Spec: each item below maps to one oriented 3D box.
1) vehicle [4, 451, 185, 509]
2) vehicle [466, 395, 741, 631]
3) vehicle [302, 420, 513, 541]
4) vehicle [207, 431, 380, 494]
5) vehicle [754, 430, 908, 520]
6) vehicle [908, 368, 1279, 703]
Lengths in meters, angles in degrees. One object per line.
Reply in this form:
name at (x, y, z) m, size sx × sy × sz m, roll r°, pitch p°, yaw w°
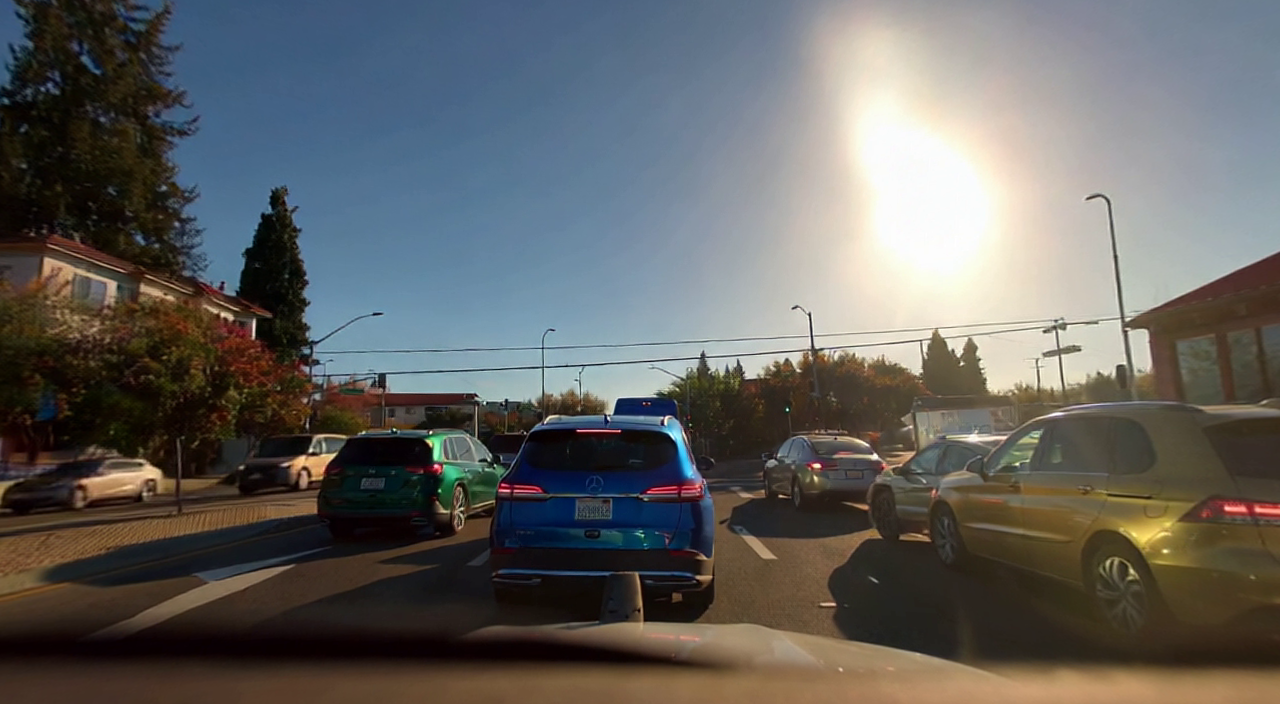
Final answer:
vehicle at (-15.768, 3.670, 18.560) m, size 1.774 × 1.468 × 3.863 m, roll 0°, pitch -8°, yaw 1°
vehicle at (-0.149, 1.473, 6.734) m, size 2.022 × 1.700 × 4.084 m, roll 0°, pitch -8°, yaw 4°
vehicle at (-3.754, 2.154, 11.195) m, size 2.012 × 1.701 × 4.316 m, roll 0°, pitch -8°, yaw 1°
vehicle at (-12.016, 3.878, 22.693) m, size 2.276 × 1.926 × 6.686 m, roll 0°, pitch -8°, yaw 2°
vehicle at (3.683, 2.430, 12.971) m, size 1.847 × 1.554 × 3.885 m, roll 0°, pitch -8°, yaw -2°
vehicle at (4.164, 1.271, 5.386) m, size 2.014 × 1.740 × 4.515 m, roll -1°, pitch -8°, yaw 4°
